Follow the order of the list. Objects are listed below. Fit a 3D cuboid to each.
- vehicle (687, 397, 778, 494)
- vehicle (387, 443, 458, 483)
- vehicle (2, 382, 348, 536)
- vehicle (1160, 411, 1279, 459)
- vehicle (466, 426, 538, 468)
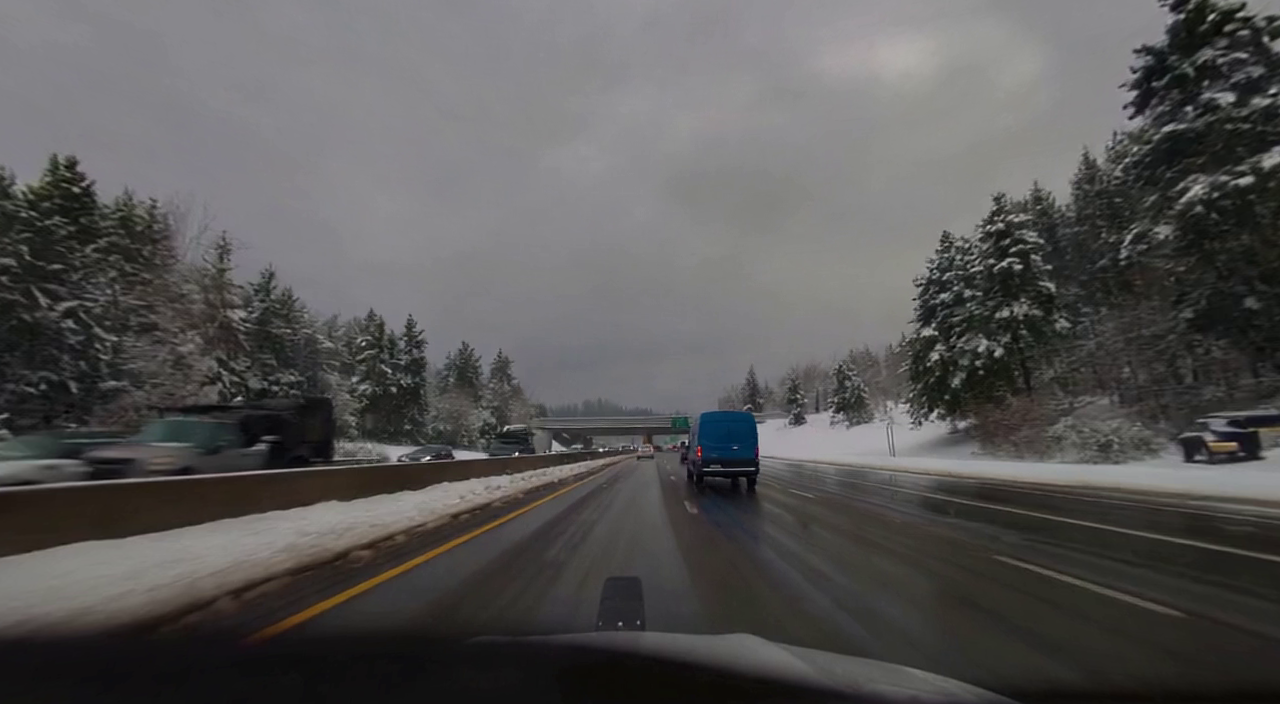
[{"bbox_3d":[3.275,3.582,24.147,2.460,3.155,6.902,0,-9,0],"label":"vehicle"},{"bbox_3d":[-11.263,5.768,33.051,2.038,1.929,4.288,0,-9,2],"label":"vehicle"},{"bbox_3d":[-8.174,1.999,12.123,2.298,2.253,5.438,-1,-9,2],"label":"vehicle"},{"bbox_3d":[28.642,4.026,30.017,2.398,2.050,5.776,1,-9,-6],"label":"vehicle"},{"bbox_3d":[-7.269,5.124,34.059,2.237,2.014,6.330,-1,-9,2],"label":"vehicle"}]
